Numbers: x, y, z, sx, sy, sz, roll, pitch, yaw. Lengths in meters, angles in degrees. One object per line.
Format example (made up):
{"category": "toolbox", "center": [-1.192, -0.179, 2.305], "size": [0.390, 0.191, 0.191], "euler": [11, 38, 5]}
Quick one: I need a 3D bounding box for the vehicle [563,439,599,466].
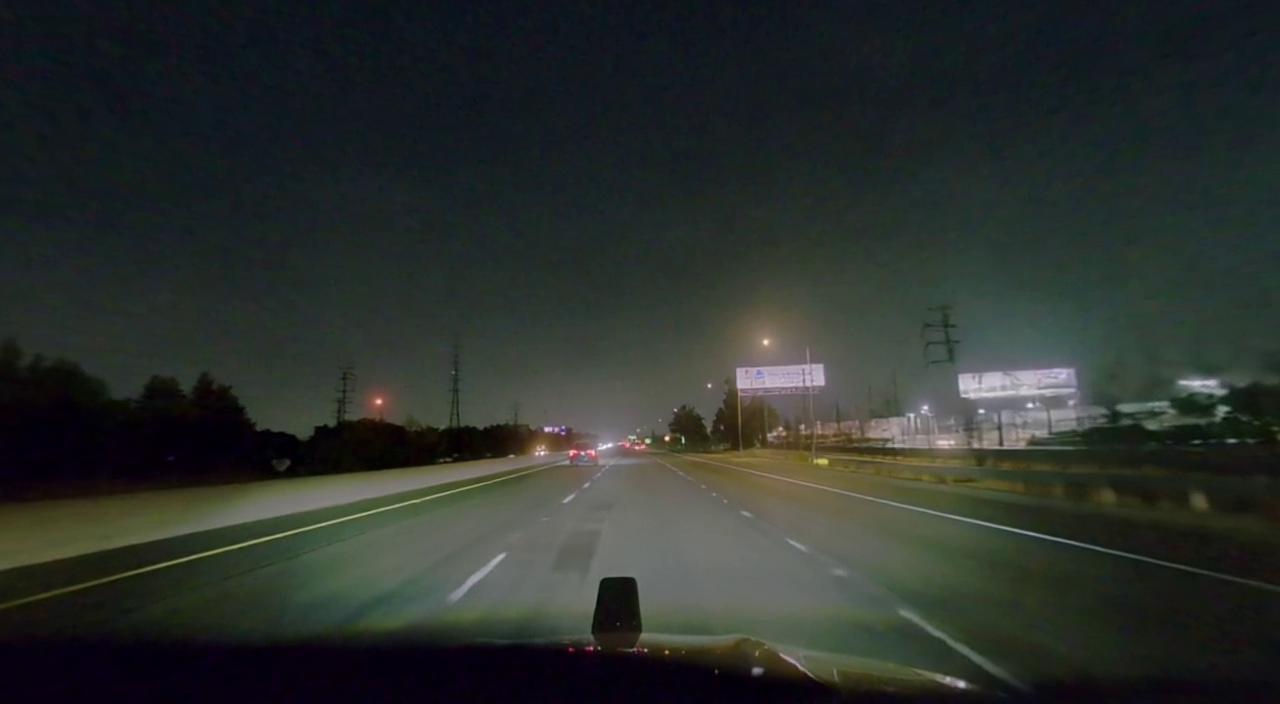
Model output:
{"category": "vehicle", "center": [-4.197, 7.215, 45.594], "size": [2.130, 1.823, 4.761], "euler": [0, -8, 1]}
